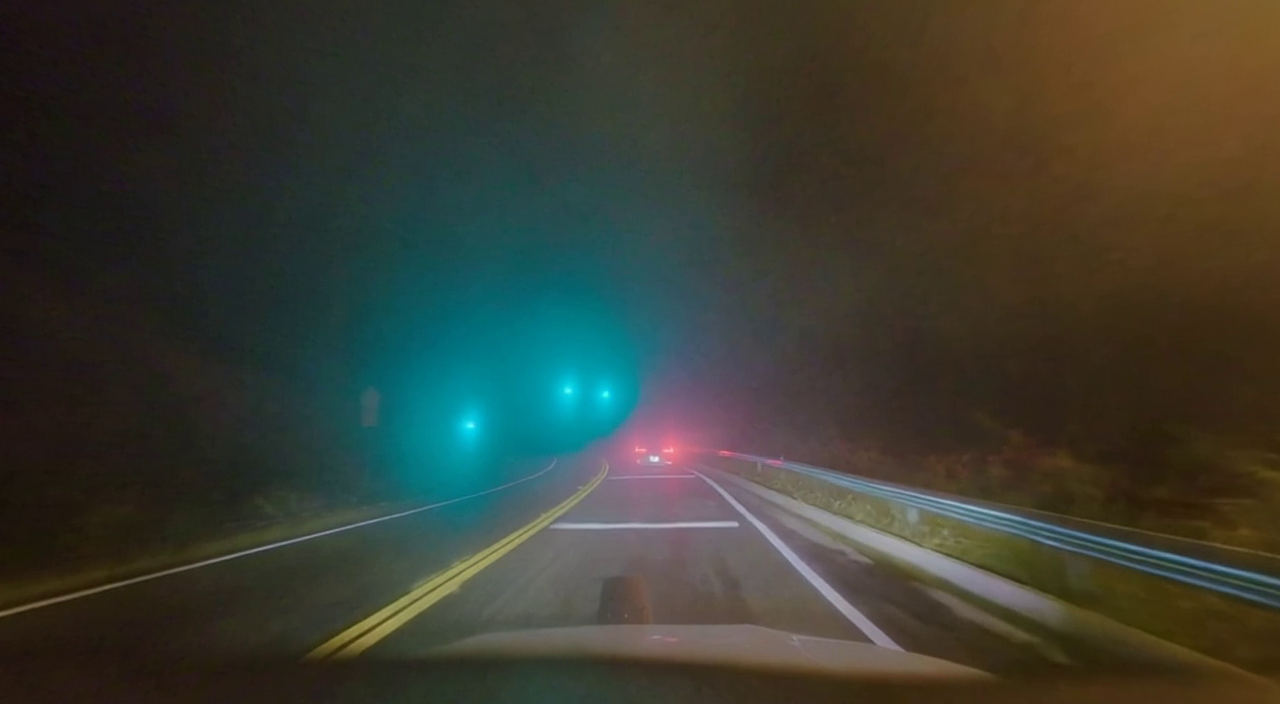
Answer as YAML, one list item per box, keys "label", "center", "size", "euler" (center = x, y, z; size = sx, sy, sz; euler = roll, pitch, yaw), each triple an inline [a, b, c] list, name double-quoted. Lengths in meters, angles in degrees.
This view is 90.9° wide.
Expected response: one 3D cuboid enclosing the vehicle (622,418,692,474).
- label: "vehicle"
  center: [0.537, 3.848, 25.873]
  size: [2.500, 1.961, 5.637]
  euler: [-2, -8, -2]
